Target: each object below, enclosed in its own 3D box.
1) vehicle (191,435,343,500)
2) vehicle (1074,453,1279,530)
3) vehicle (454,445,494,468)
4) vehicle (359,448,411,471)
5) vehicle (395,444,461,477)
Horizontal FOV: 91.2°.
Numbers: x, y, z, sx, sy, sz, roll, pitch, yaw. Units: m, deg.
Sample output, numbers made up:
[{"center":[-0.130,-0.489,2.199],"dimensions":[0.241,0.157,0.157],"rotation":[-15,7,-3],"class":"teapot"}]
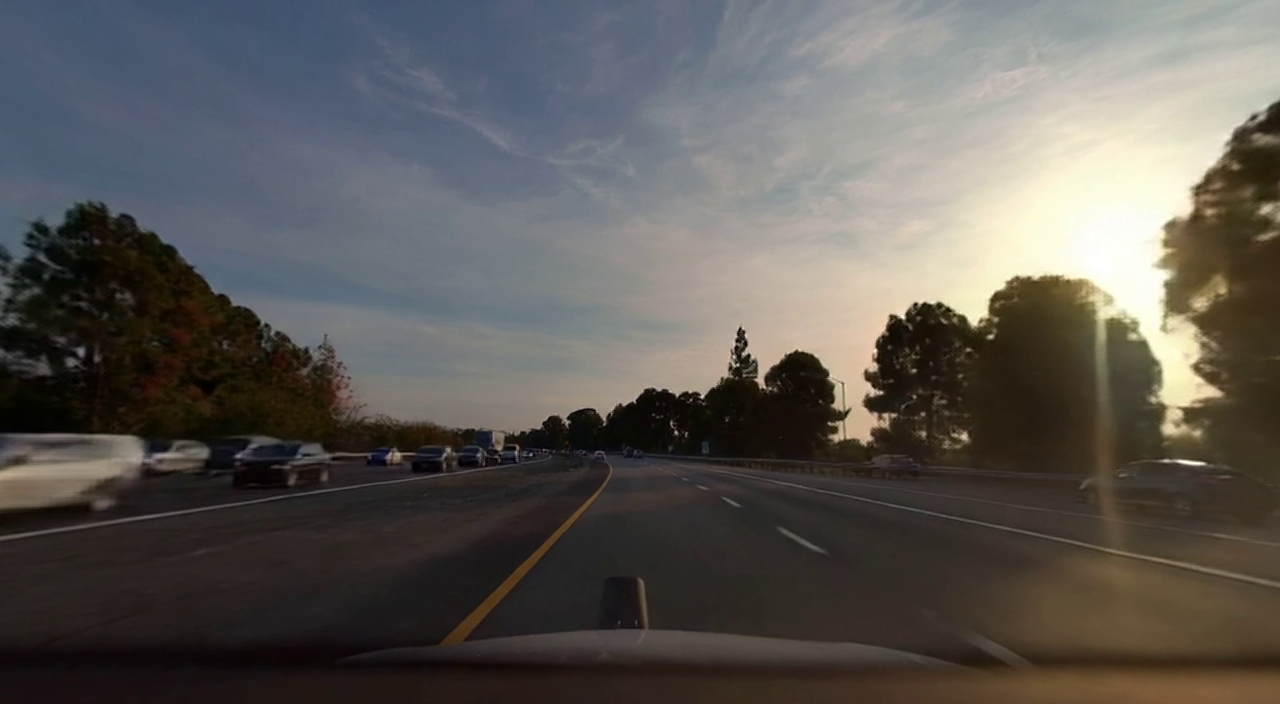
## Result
[{"center":[-9.803,3.055,16.872],"dimensions":[1.832,1.507,3.859],"rotation":[0,-9,-3],"class":"vehicle"},{"center":[13.345,3.281,15.412],"dimensions":[1.941,1.536,4.585],"rotation":[0,-9,-1],"class":"vehicle"},{"center":[-11.852,7.468,44.884],"dimensions":[1.924,1.579,4.165],"rotation":[0,-9,-3],"class":"vehicle"},{"center":[-17.450,7.368,43.151],"dimensions":[1.872,1.472,4.677],"rotation":[0,-9,-4],"class":"vehicle"},{"center":[-10.775,5.546,32.281],"dimensions":[1.946,1.519,4.791],"rotation":[0,-9,-3],"class":"vehicle"}]
